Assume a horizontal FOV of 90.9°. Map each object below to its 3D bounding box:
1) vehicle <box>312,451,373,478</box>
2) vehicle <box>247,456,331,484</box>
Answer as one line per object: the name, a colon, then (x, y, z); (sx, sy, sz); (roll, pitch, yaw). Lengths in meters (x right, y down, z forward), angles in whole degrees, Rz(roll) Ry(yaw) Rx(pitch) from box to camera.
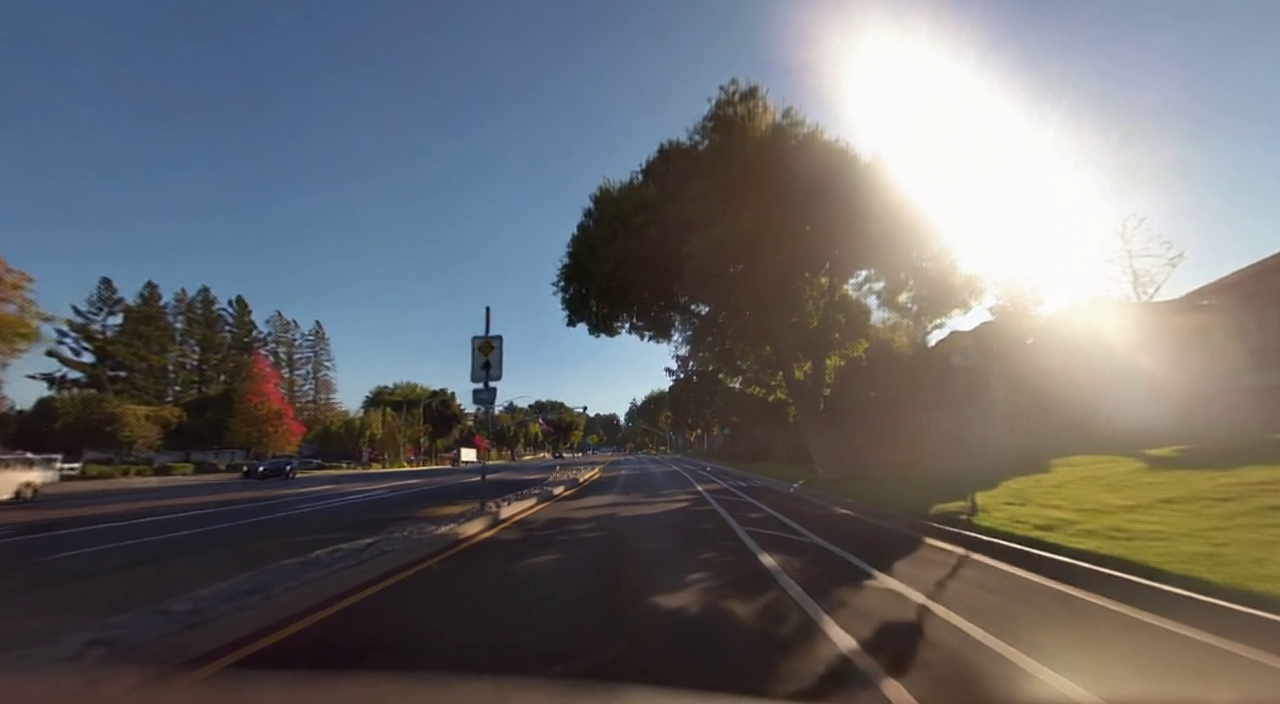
vehicle: (-21.377, 8.060, 45.513); (1.974, 1.704, 4.628); (0, -8, 2)
vehicle: (-21.427, 7.179, 38.747); (1.919, 1.497, 5.140); (-1, -8, 4)
